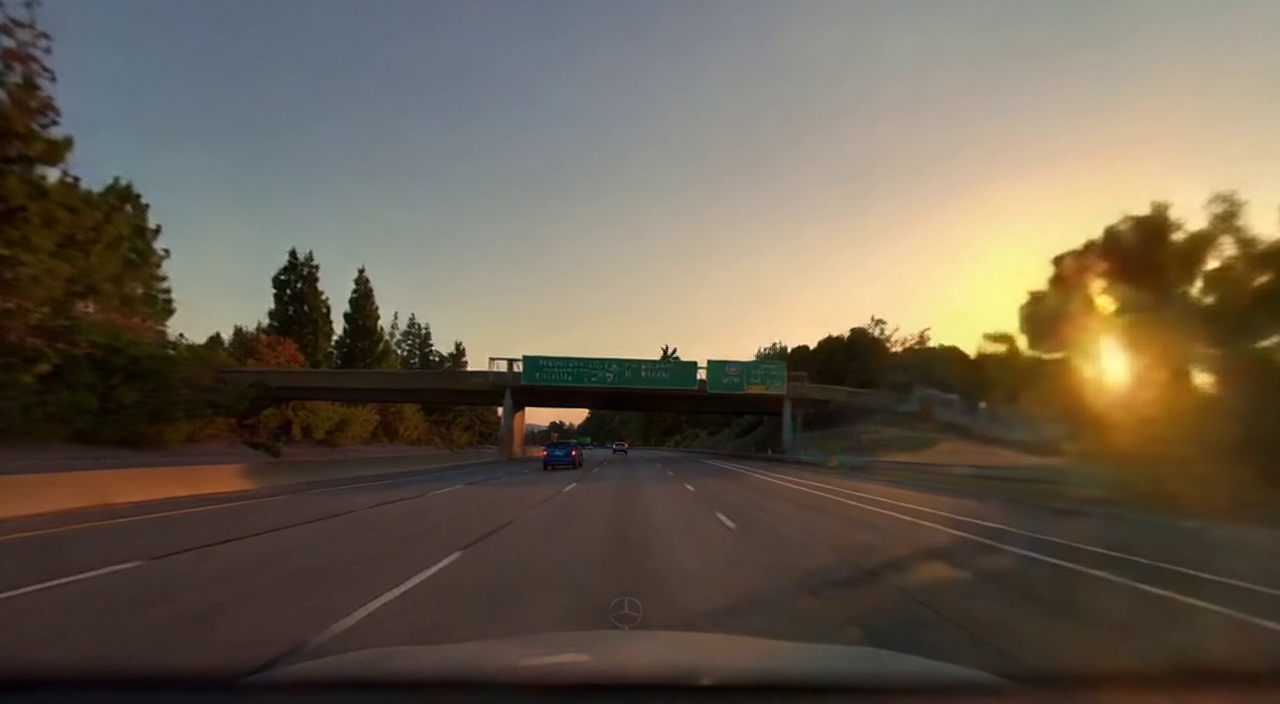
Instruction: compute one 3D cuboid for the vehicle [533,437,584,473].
[{"bbox_3d":[-4.242,5.407,33.440,2.162,1.724,4.537,0,-8,-1],"label":"vehicle"}]
